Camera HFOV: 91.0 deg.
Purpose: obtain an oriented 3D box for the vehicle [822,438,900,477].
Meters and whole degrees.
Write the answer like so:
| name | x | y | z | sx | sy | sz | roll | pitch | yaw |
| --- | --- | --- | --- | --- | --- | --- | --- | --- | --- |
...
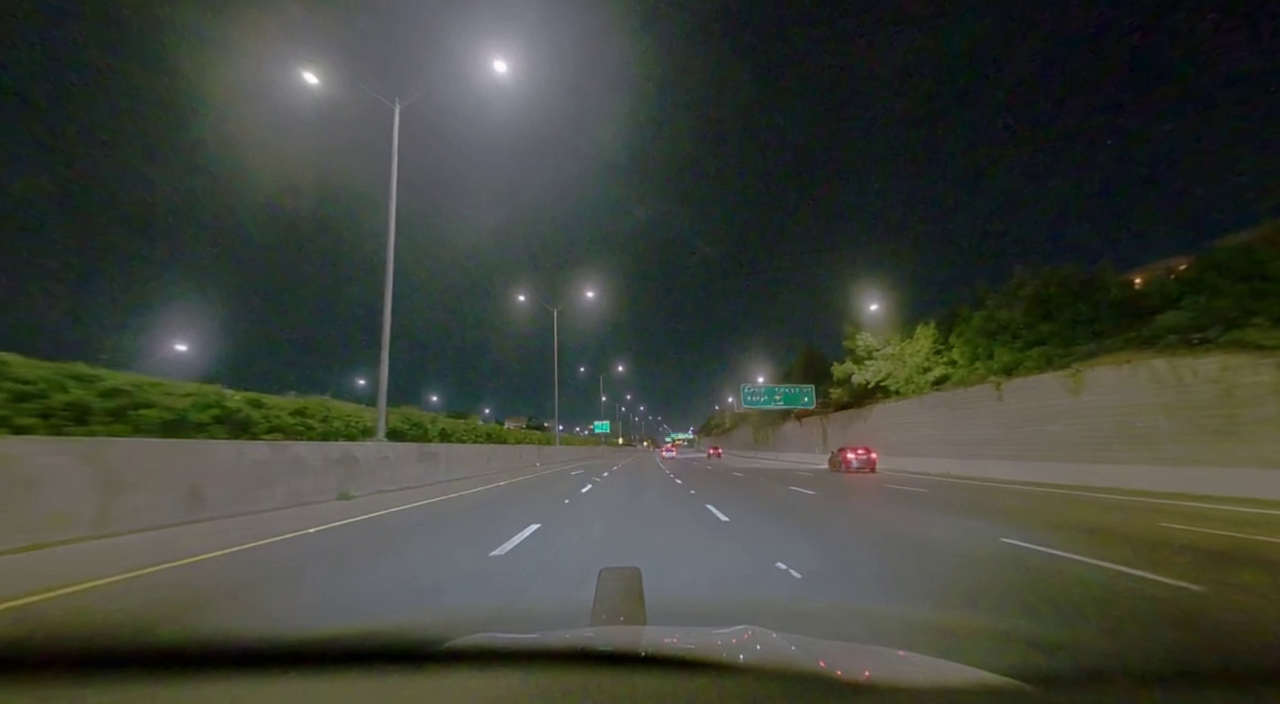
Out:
| name | x | y | z | sx | sy | sz | roll | pitch | yaw |
| --- | --- | --- | --- | --- | --- | --- | --- | --- | --- |
| vehicle | 10.718 | 5.152 | 30.924 | 2.167 | 1.781 | 4.340 | 0 | -9 | -1 |
